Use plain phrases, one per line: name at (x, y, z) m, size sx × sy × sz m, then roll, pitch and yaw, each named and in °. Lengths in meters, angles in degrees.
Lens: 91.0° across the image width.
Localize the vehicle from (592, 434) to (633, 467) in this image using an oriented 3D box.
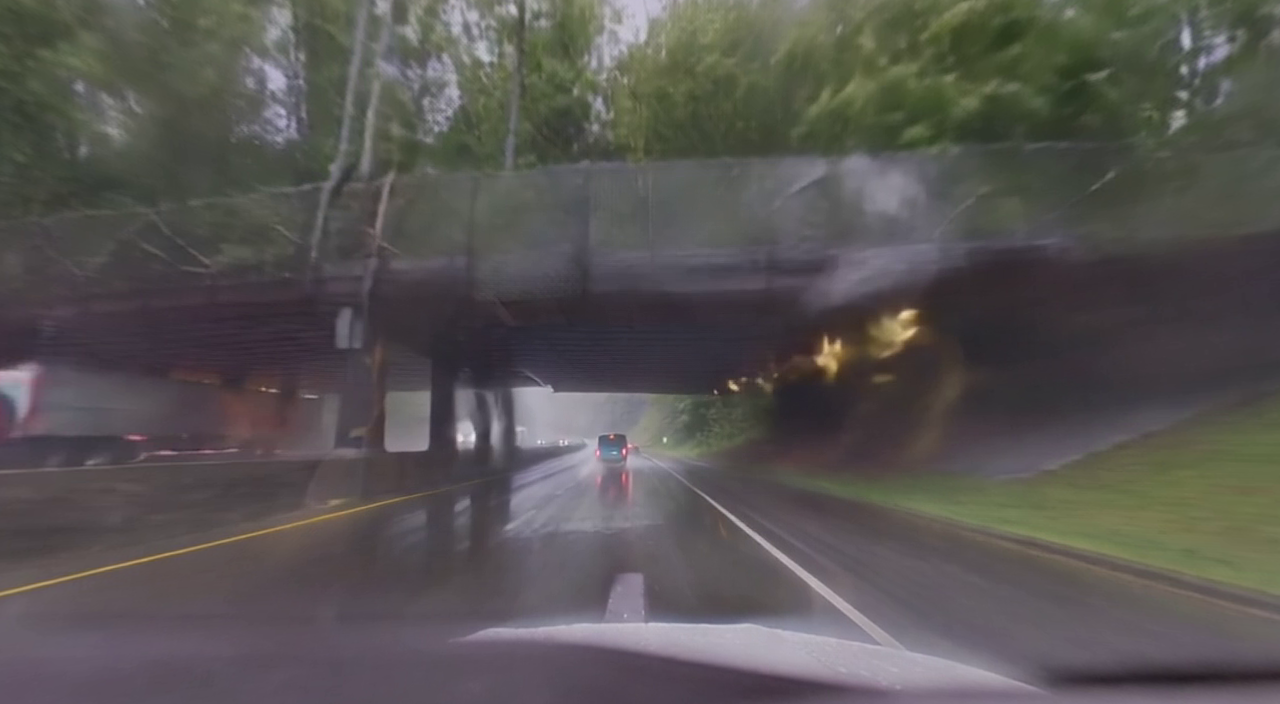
vehicle at (-1.672, 6.102, 39.138) m, size 2.372 × 1.891 × 5.061 m, roll 0°, pitch -8°, yaw -2°
